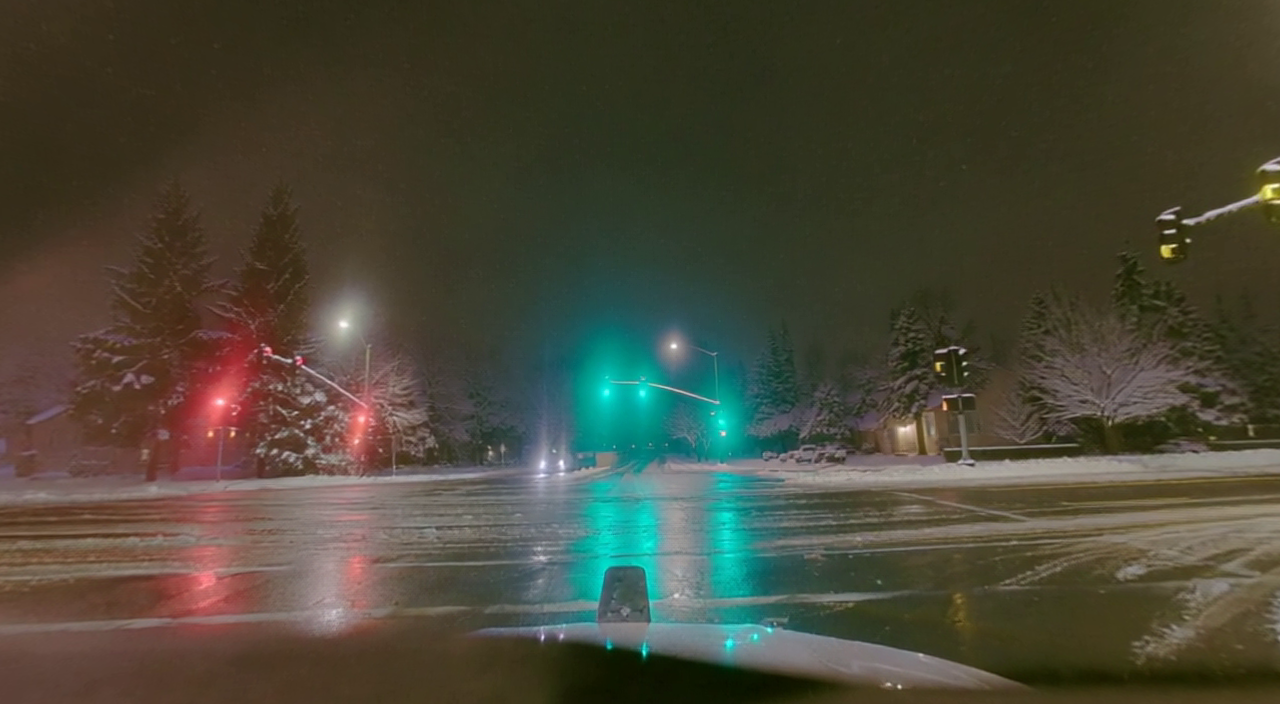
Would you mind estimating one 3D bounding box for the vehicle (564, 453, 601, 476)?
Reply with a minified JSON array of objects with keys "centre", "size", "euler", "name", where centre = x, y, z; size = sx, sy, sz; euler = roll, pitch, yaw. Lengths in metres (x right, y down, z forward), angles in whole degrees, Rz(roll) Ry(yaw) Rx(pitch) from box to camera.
[{"centre":[-4.479,8.843,49.821],"size":[2.030,1.704,4.205],"euler":[-1,-8,7],"name":"vehicle"}]
